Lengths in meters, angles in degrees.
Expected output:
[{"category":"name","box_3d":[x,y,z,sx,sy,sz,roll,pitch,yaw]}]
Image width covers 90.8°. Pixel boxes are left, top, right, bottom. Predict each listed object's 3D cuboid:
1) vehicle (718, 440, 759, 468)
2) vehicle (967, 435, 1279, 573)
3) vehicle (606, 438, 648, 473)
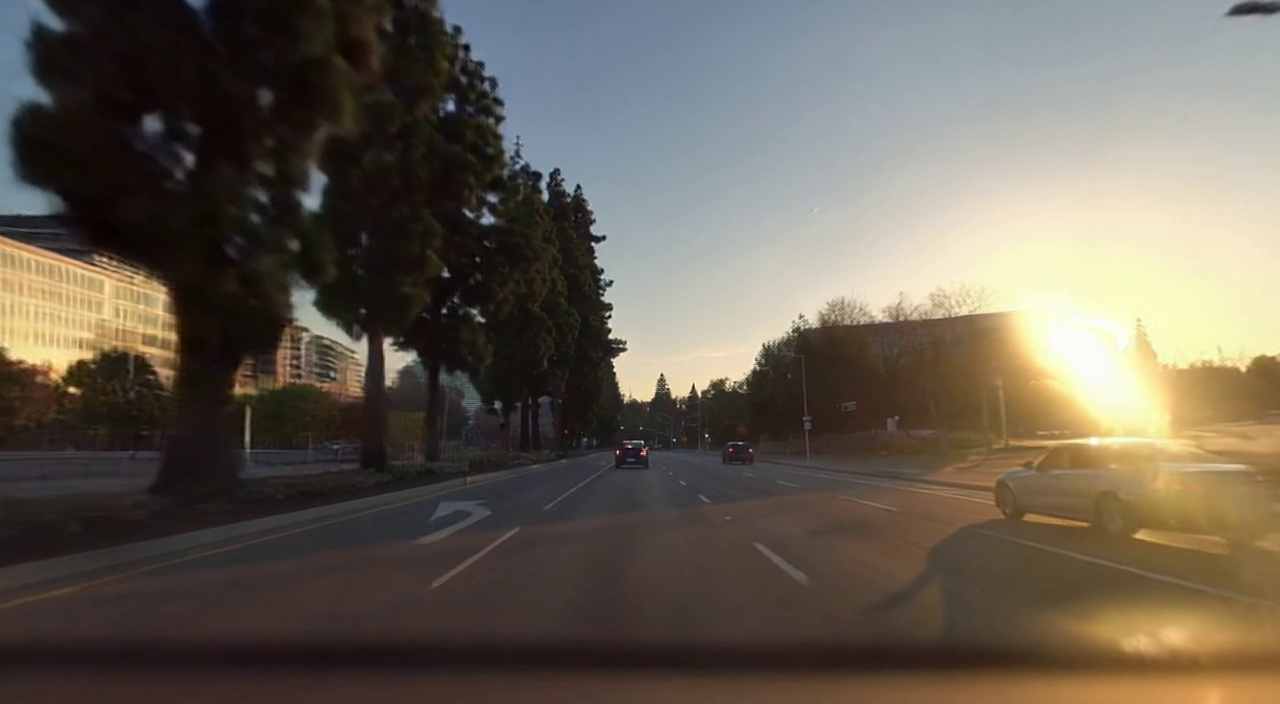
[{"category":"vehicle","box_3d":[6.771,7.058,43.843,2.026,1.804,4.565,0,-8,-1]},{"category":"vehicle","box_3d":[6.966,1.970,9.062,2.139,1.471,4.393,0,-8,0]},{"category":"vehicle","box_3d":[-0.648,5.650,34.618,2.193,1.794,4.457,0,-8,0]}]
